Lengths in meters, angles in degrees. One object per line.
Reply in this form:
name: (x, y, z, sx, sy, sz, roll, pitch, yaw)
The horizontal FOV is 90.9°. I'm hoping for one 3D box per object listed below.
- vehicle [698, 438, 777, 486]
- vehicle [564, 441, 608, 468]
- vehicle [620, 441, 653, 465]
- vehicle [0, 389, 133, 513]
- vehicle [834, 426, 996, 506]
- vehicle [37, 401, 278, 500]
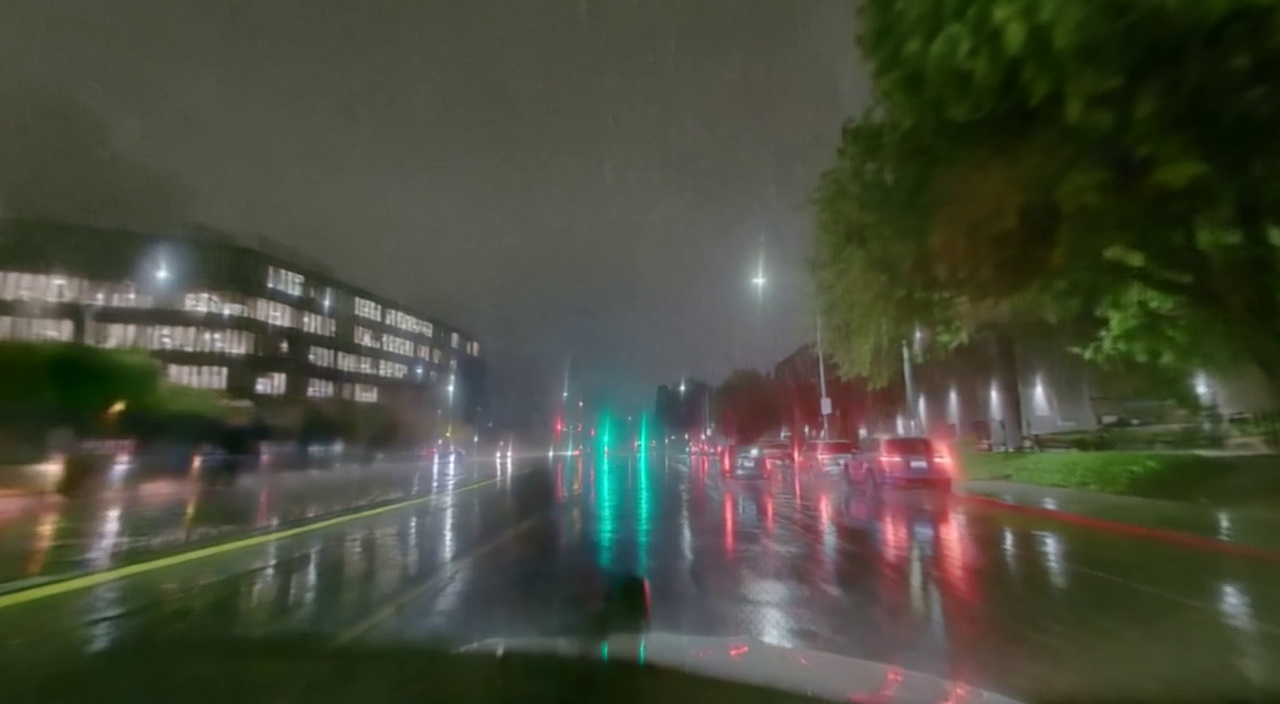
vehicle: (3.239, 3.751, 21.847, 1.990, 1.486, 4.431, 0, -8, 0)
vehicle: (-3.093, 5.989, 36.967, 2.082, 1.467, 4.379, 0, -8, 1)
vehicle: (-0.219, 6.745, 42.355, 2.101, 1.480, 3.929, 0, -8, 1)
vehicle: (-19.195, 2.686, 16.969, 2.995, 3.396, 9.534, 0, -8, 1)
vehicle: (6.877, 2.898, 16.495, 2.023, 1.758, 4.795, 0, -8, 0)
vehicle: (-19.083, 4.030, 26.092, 2.780, 3.339, 8.934, 0, -8, 1)
